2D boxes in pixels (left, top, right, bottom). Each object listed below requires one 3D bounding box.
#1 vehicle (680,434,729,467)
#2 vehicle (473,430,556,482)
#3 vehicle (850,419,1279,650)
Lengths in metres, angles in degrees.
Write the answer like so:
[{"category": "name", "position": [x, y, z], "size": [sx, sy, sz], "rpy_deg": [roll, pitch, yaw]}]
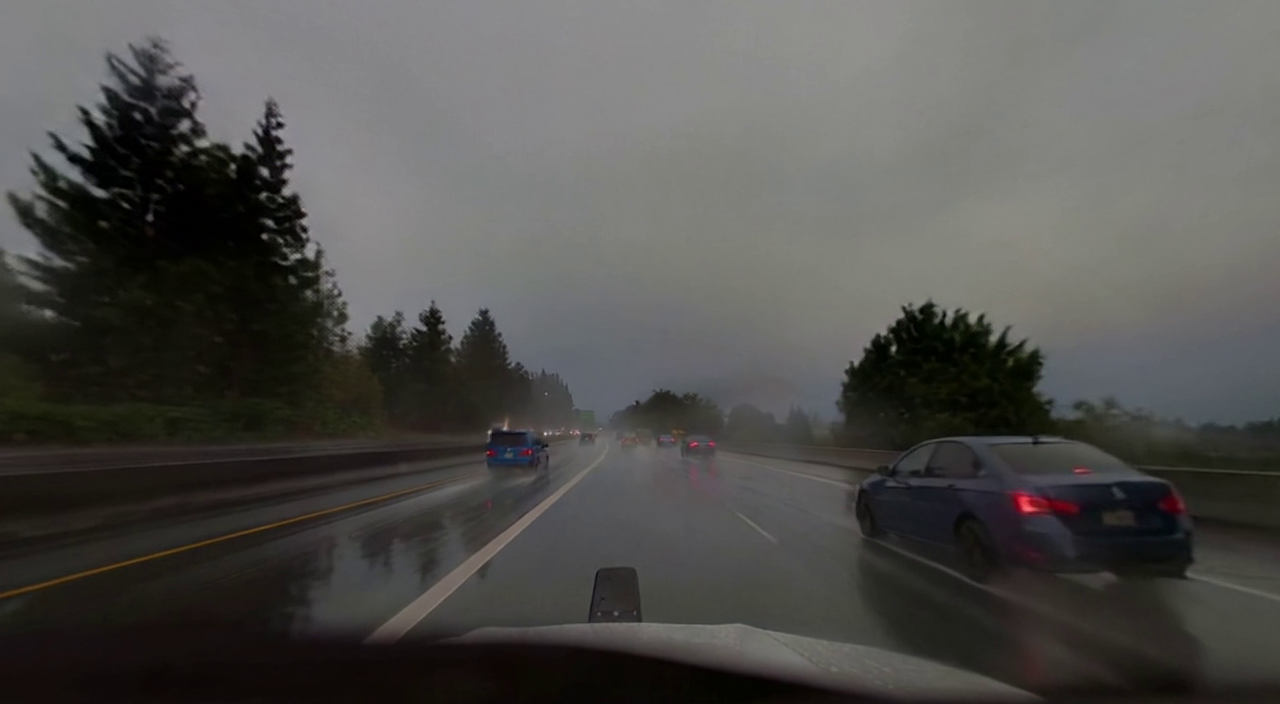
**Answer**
[{"category": "vehicle", "position": [3.139, 4.849, 31.365], "size": [1.883, 1.536, 3.792], "rpy_deg": [1, -8, -3]}, {"category": "vehicle", "position": [-4.016, 3.380, 20.903], "size": [1.941, 1.529, 4.111], "rpy_deg": [0, -8, -1]}, {"category": "vehicle", "position": [3.734, 1.457, 6.115], "size": [1.986, 1.488, 3.867], "rpy_deg": [0, -8, -1]}]
